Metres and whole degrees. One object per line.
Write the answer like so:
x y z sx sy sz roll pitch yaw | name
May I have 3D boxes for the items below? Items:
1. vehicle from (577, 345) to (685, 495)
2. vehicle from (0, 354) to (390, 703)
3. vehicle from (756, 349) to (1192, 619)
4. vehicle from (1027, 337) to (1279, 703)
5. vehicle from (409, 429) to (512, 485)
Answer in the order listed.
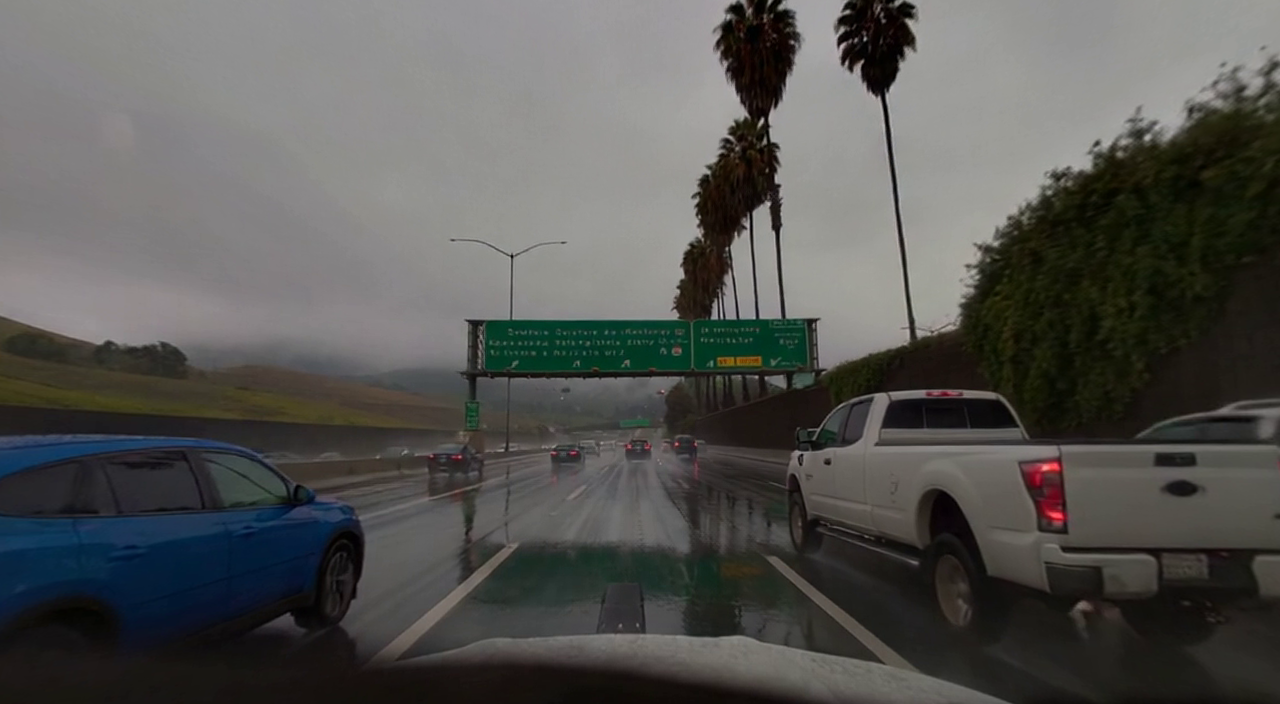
-0.141 2.620 22.479 2.906 4.040 10.743 0 -9 1 | vehicle
-3.218 1.053 3.594 1.885 1.654 4.103 0 -9 0 | vehicle
3.119 1.439 7.808 2.245 2.103 5.613 0 -9 -1 | vehicle
3.184 0.503 1.201 1.859 1.416 4.695 0 -9 -1 | vehicle
-6.841 4.095 24.890 2.344 1.954 5.579 0 -9 1 | vehicle
